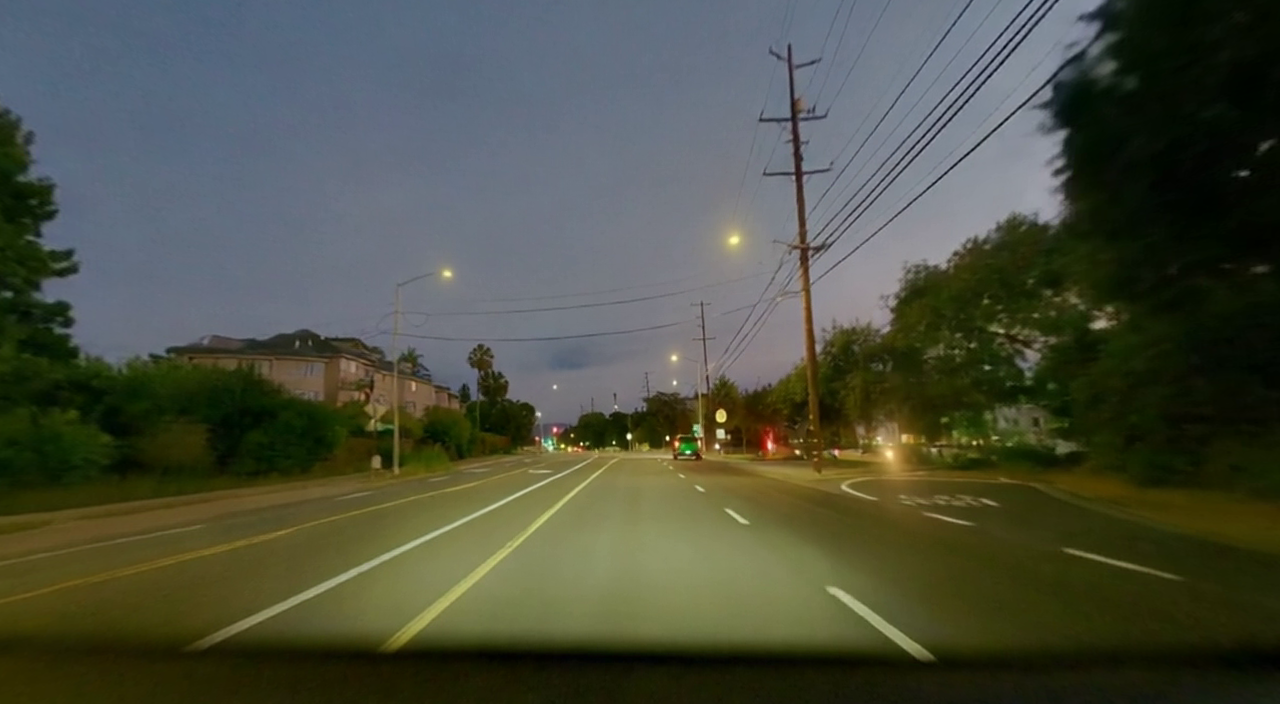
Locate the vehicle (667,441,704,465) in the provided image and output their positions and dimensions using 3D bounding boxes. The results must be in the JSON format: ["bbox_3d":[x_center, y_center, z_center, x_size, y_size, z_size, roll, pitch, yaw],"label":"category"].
[{"bbox_3d":[2.990,6.789,42.538,2.015,1.467,4.117,0,-8,-2],"label":"vehicle"}]
